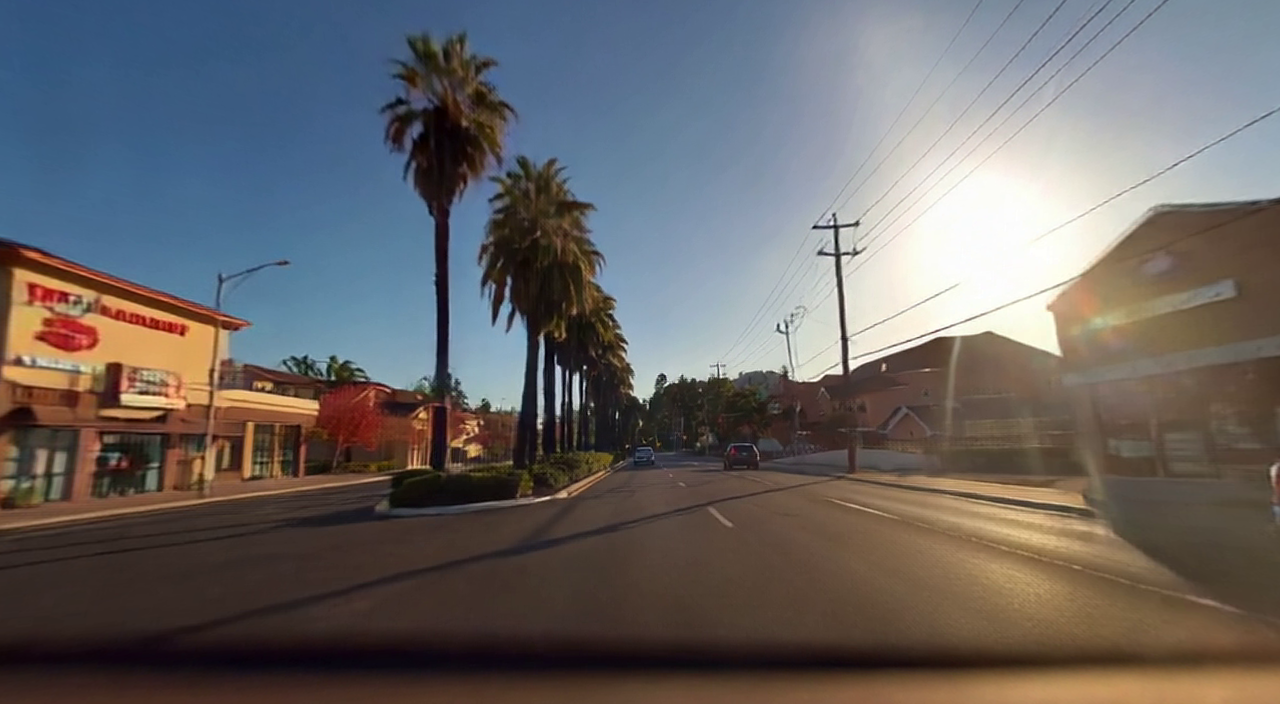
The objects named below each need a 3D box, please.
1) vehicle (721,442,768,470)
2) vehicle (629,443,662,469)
[{"bbox_3d":[6.753,6.815,41.325,2.252,1.718,4.617,0,-9,0],"label":"vehicle"},{"bbox_3d":[0.333,7.039,42.721,2.138,1.702,4.168,0,-9,0],"label":"vehicle"}]
